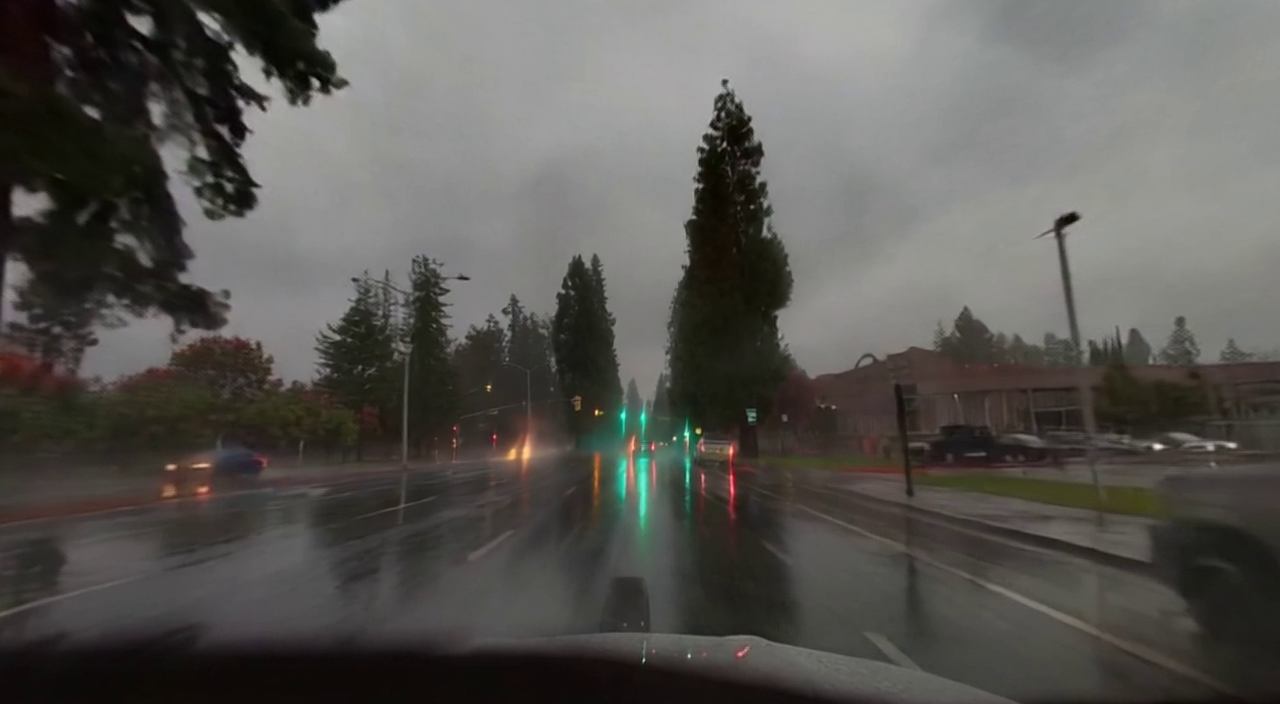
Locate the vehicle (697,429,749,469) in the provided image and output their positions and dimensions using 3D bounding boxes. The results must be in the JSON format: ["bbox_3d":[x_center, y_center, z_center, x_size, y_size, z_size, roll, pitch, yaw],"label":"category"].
[{"bbox_3d":[4.702,5.614,36.685,2.162,2.080,6.515,0,-8,0],"label":"vehicle"}]

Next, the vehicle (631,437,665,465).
[{"bbox_3d":[0.553,6.771,43.277,2.169,1.751,4.276,0,-8,1],"label":"vehicle"}]

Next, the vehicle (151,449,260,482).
[{"bbox_3d":[-21.022,5.472,30.740,2.005,1.470,4.520,-1,-8,2],"label":"vehicle"}]
